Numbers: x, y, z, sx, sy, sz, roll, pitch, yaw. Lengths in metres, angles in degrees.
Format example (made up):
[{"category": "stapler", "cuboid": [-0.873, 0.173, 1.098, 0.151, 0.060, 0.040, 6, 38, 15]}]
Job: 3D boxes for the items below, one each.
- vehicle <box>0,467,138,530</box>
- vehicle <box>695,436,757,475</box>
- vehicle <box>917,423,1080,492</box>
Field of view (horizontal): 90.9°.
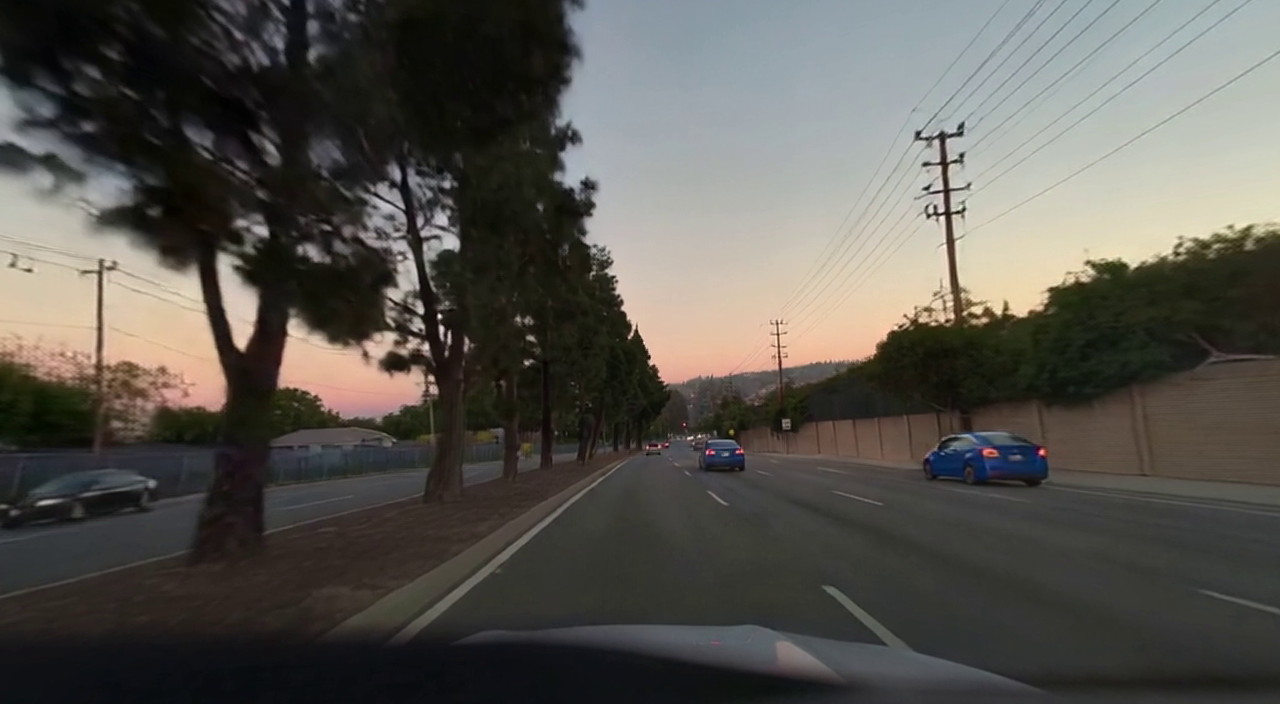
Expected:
[{"category": "vehicle", "cuboid": [-17.775, 4.248, 18.716, 1.952, 1.468, 4.487, 0, -8, 1]}, {"category": "vehicle", "cuboid": [3.554, 4.364, 26.799, 2.063, 1.481, 4.247, 0, -8, 0]}, {"category": "vehicle", "cuboid": [9.890, 2.934, 17.894, 1.978, 1.700, 4.461, 0, -8, 0]}]
